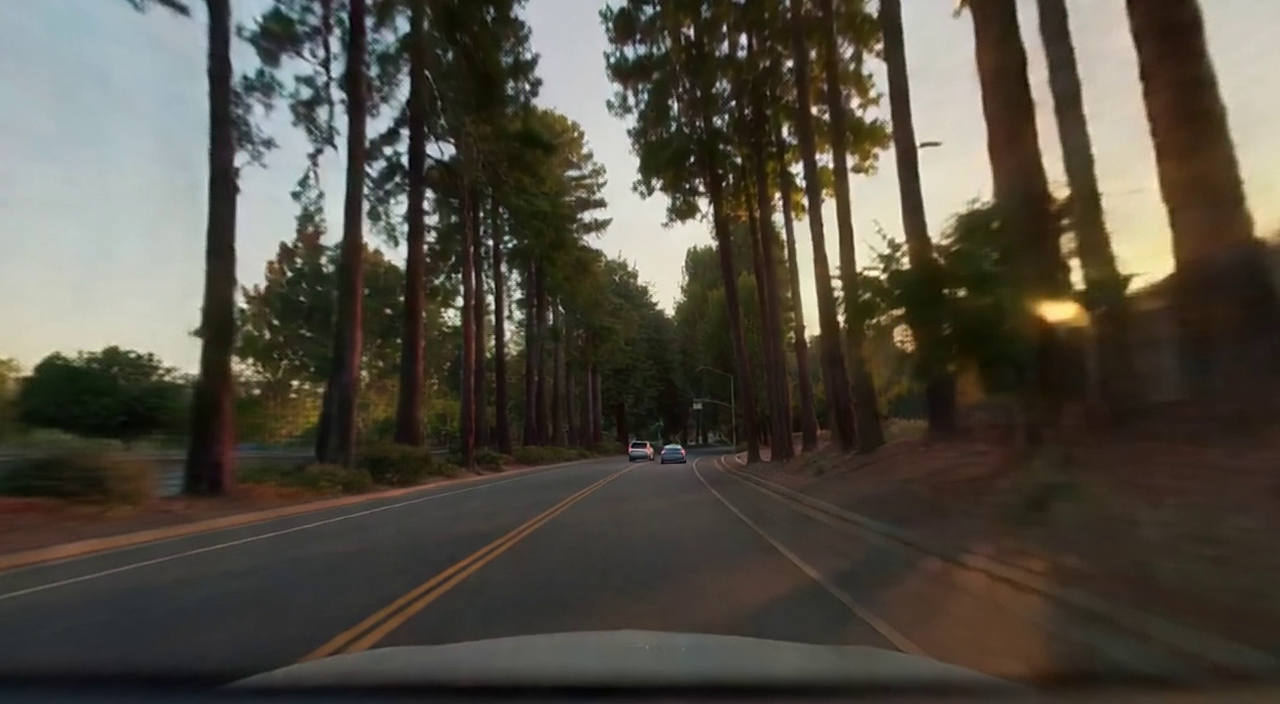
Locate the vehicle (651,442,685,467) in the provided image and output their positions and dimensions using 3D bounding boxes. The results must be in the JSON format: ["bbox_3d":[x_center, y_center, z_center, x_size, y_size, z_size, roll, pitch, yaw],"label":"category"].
[{"bbox_3d":[1.874,6.650,41.171,2.071,1.474,4.047,-1,-8,5],"label":"vehicle"}]
